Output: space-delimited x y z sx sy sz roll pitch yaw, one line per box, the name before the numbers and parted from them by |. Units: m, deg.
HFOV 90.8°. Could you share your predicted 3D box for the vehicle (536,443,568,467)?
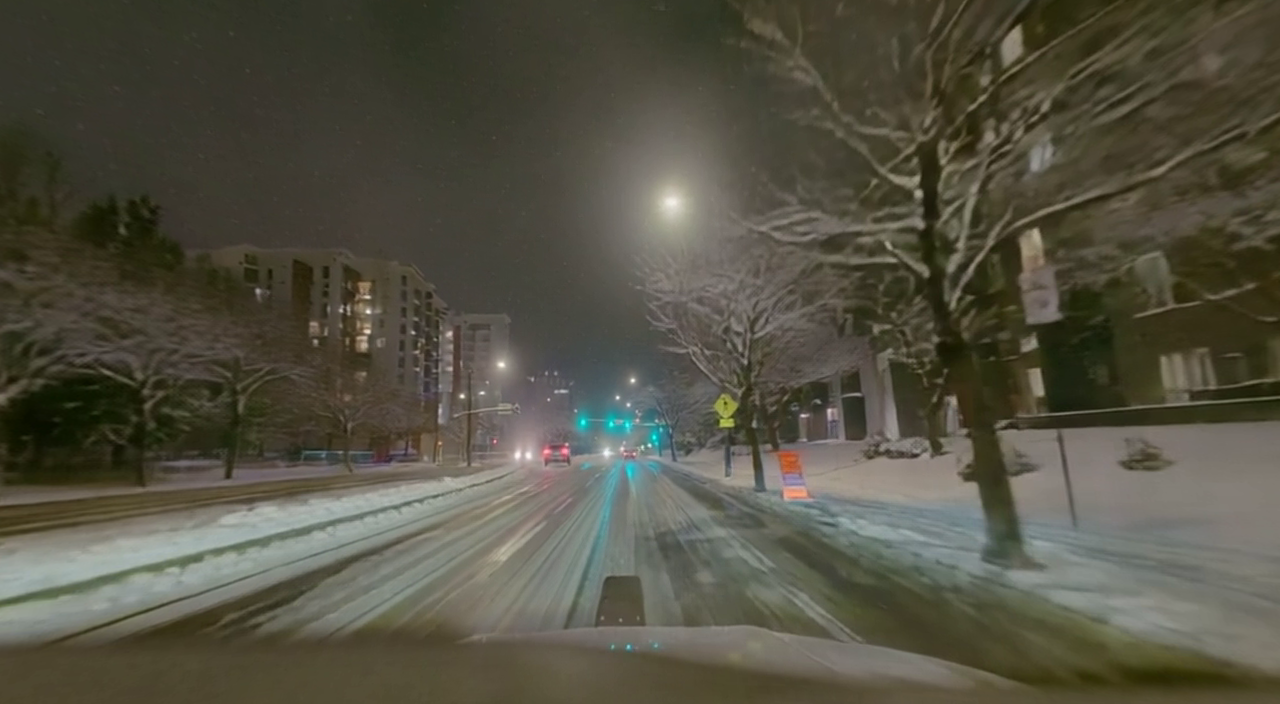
vehicle | -6.501 7.675 47.275 2.076 1.724 4.188 0 -9 -4
